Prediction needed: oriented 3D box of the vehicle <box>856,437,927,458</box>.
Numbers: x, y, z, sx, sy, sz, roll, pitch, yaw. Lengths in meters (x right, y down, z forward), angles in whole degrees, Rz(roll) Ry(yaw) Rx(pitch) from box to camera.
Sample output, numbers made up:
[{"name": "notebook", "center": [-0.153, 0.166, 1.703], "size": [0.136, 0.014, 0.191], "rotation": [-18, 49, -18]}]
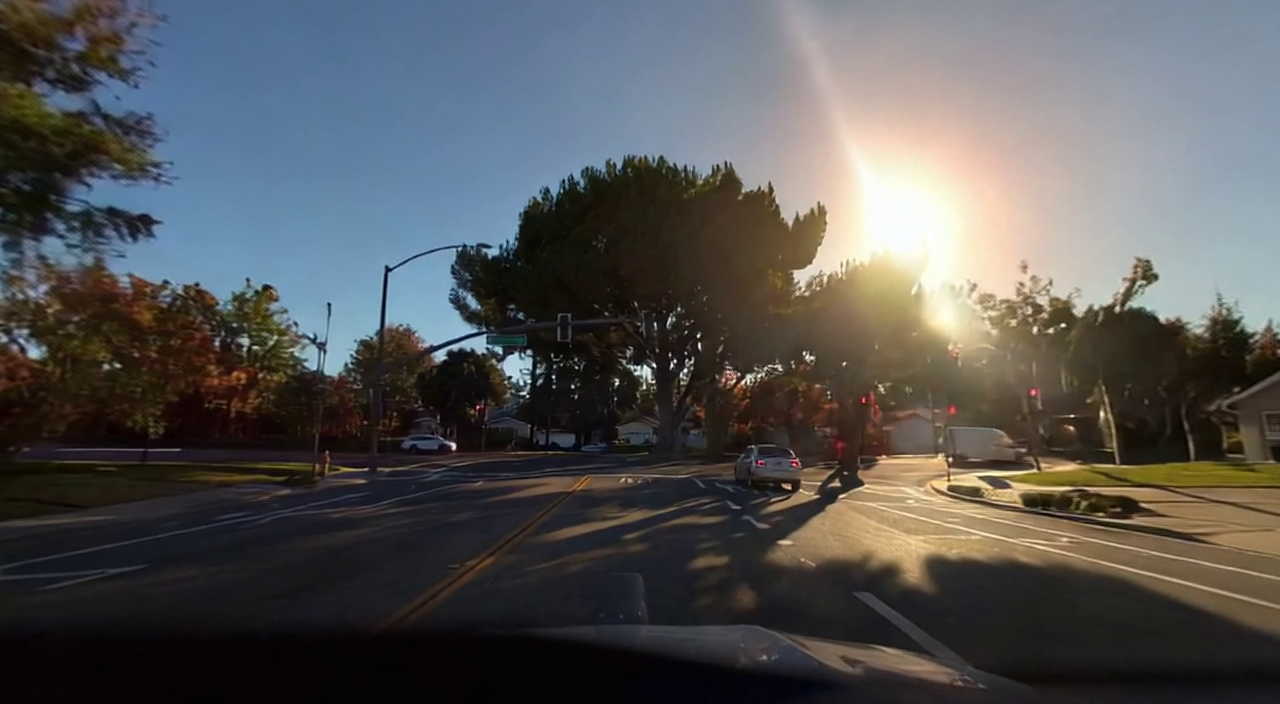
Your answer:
[{"name": "vehicle", "center": [19.551, 7.446, 49.254], "size": [4.630, 1.637, 2.023], "rotation": [0, -9, 1]}]

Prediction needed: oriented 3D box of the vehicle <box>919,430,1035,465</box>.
[{"name": "vehicle", "center": [20.938, 5.959, 39.449], "size": [5.869, 2.098, 2.206], "rotation": [-1, -9, 3]}]

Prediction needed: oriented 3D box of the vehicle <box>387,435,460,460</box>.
[{"name": "vehicle", "center": [-14.061, 6.215, 41.168], "size": [4.081, 1.522, 1.863], "rotation": [-1, -9, 4]}]

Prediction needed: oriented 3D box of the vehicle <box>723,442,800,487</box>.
[{"name": "vehicle", "center": [4.344, 4.085, 23.252], "size": [1.947, 1.485, 4.336], "rotation": [0, -8, 0]}]
